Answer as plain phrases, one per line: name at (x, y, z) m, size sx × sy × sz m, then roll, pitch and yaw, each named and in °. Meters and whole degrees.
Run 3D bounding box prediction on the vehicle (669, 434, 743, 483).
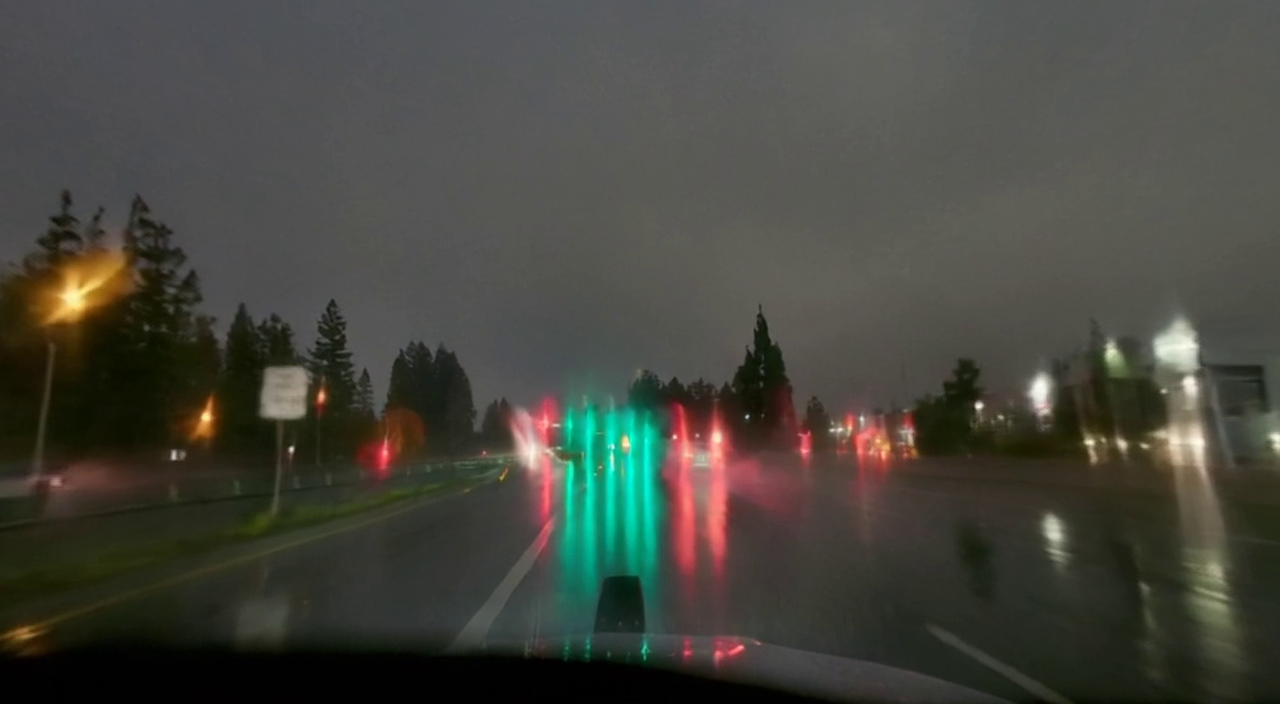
vehicle at (2.446, 4.098, 24.523) m, size 2.066 × 1.683 × 4.675 m, roll 0°, pitch -9°, yaw -4°
